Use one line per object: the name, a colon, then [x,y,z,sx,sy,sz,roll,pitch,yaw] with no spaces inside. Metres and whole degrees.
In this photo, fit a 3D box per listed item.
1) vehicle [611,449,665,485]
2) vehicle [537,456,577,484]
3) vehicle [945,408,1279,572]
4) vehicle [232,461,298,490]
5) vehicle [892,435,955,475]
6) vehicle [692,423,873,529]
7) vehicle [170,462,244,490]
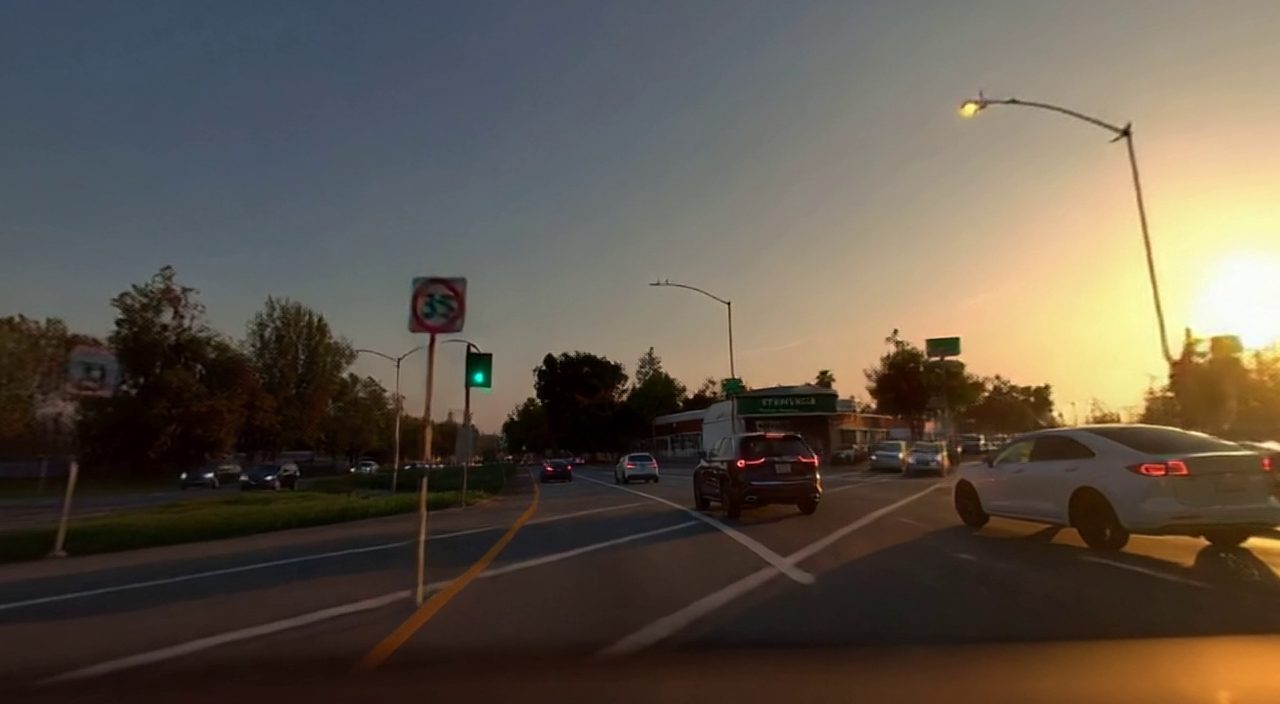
vehicle: [-0.202,5.709,31.667,2.012,1.612,4.114,2,-9,-10]
vehicle: [-5.060,7.057,37.999,2.107,1.527,4.174,2,-9,-12]
vehicle: [6.217,1.687,8.458,1.881,1.604,4.289,1,-8,-4]
vehicle: [-23.497,7.696,39.667,1.871,1.581,4.635,1,-9,-9]
vehicle: [14.283,5.121,31.622,2.228,1.798,4.864,-5,-10,30]
vehicle: [2.646,2.467,13.188,2.184,1.777,4.712,1,-9,-7]
vehicle: [-27.676,7.926,40.467,2.009,1.525,4.346,1,-9,-7]
